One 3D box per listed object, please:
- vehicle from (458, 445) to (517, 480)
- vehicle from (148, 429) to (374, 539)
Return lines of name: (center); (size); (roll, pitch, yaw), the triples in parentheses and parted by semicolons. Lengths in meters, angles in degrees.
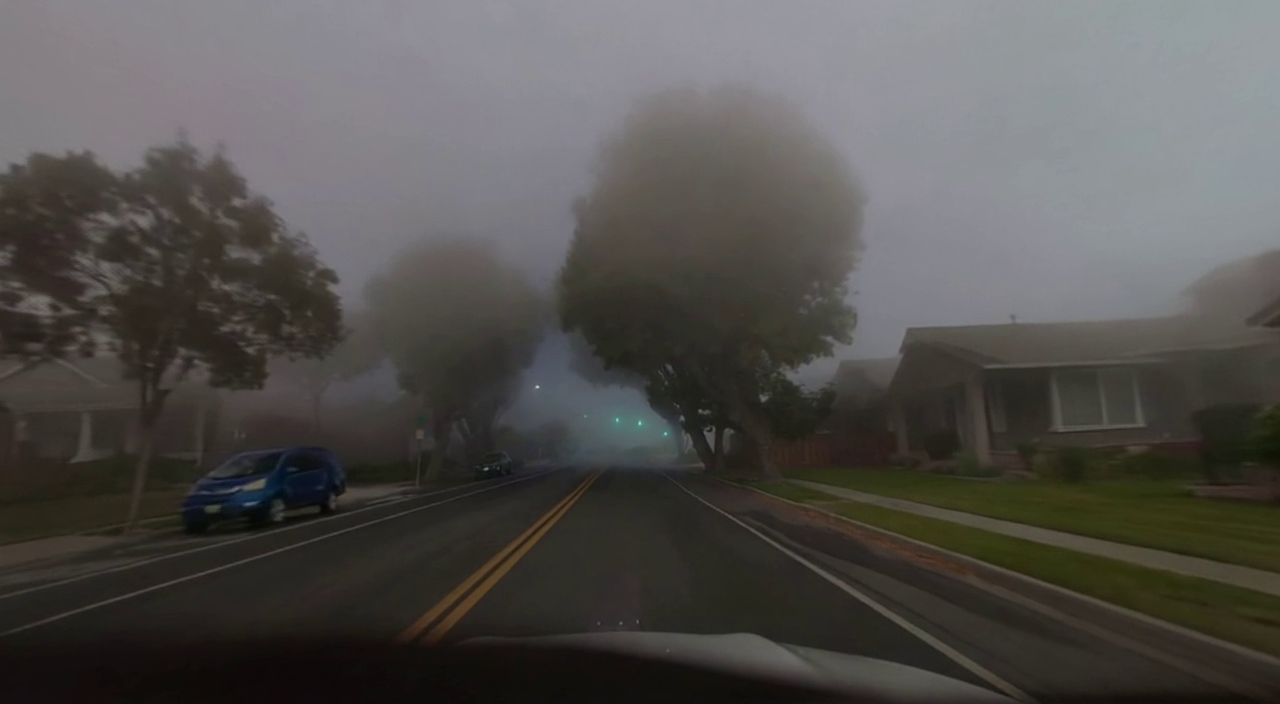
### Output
vehicle: (-8.315, 6.026, 34.829); (2.130, 1.692, 4.544); (-3, -8, -1)
vehicle: (-7.634, 2.668, 13.421); (2.209, 1.807, 4.432); (-2, -9, -3)
